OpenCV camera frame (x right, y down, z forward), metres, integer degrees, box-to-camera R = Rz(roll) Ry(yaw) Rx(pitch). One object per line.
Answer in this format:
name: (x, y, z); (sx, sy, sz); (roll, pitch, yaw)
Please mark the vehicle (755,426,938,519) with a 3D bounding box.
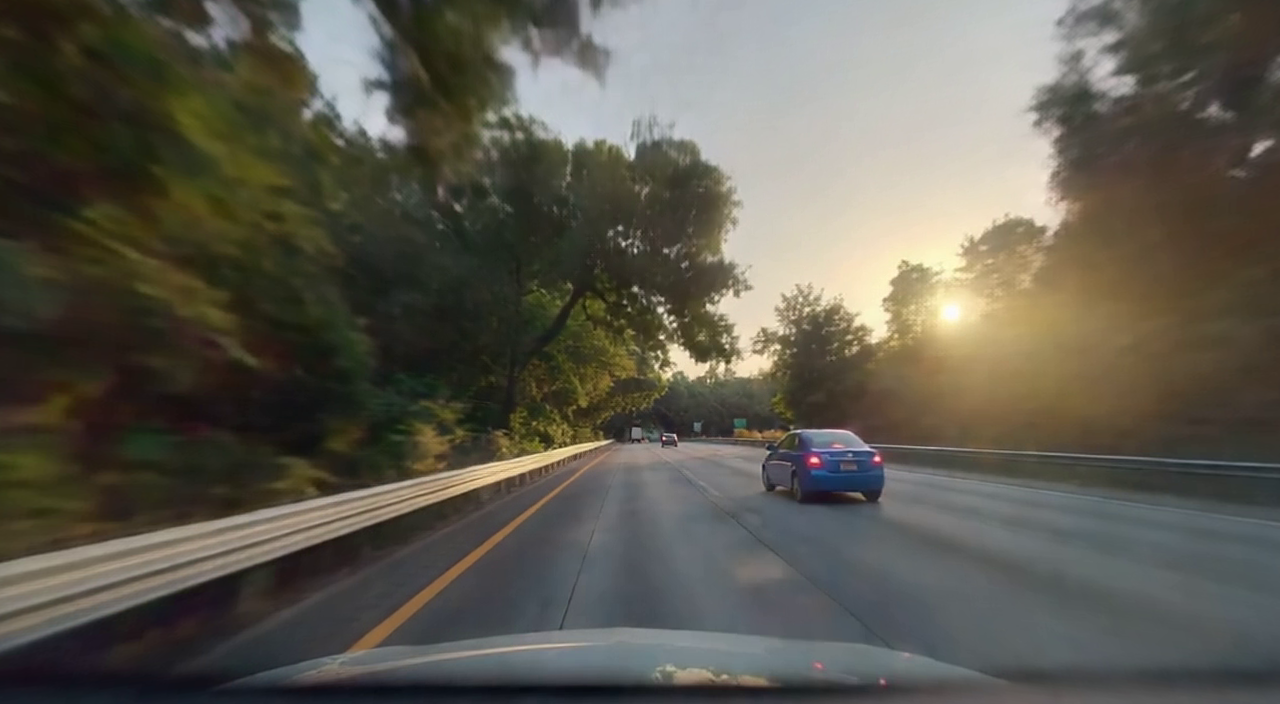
vehicle: (3.792, 2.264, 12.528); (2.017, 1.502, 4.369); (0, -8, -2)
